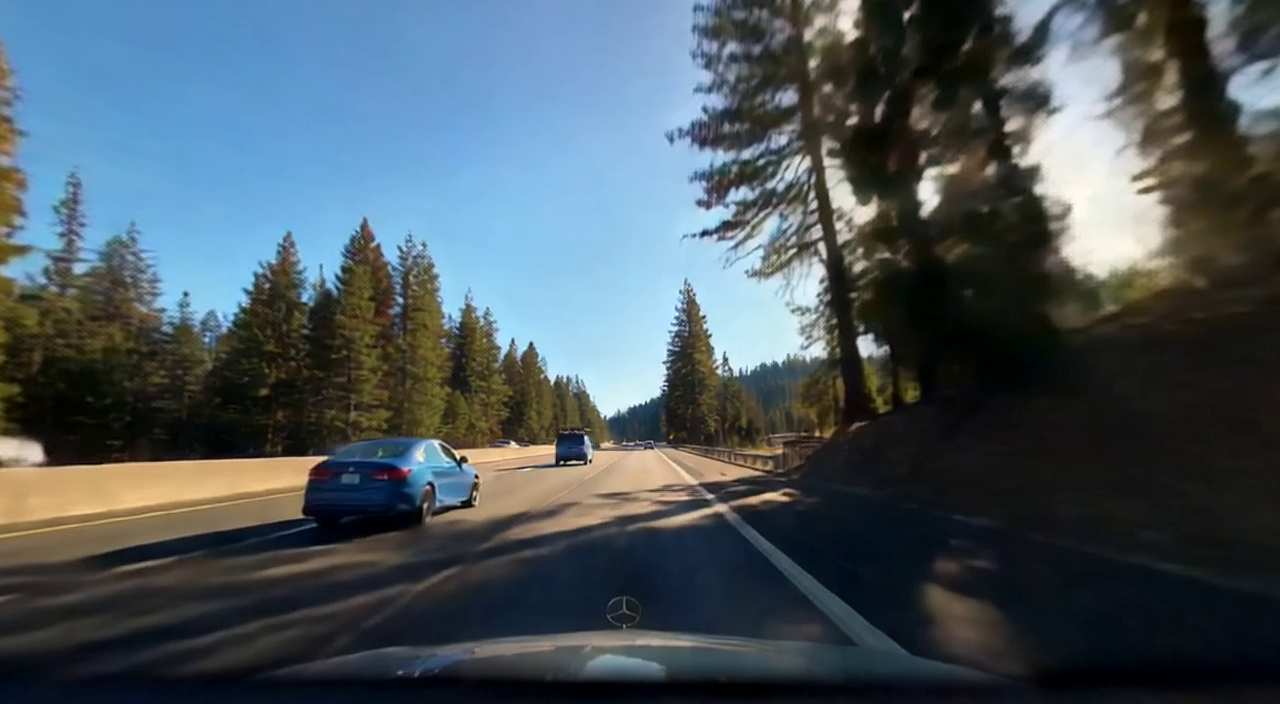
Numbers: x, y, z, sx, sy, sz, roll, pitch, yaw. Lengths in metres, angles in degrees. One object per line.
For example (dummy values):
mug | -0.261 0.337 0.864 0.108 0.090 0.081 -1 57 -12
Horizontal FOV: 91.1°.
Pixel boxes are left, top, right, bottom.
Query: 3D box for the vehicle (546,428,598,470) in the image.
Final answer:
vehicle | -3.656 5.322 34.578 2.241 2.095 4.985 0 -8 1

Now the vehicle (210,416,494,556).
vehicle | -3.855 1.874 9.589 2.053 1.589 4.671 0 -8 1
